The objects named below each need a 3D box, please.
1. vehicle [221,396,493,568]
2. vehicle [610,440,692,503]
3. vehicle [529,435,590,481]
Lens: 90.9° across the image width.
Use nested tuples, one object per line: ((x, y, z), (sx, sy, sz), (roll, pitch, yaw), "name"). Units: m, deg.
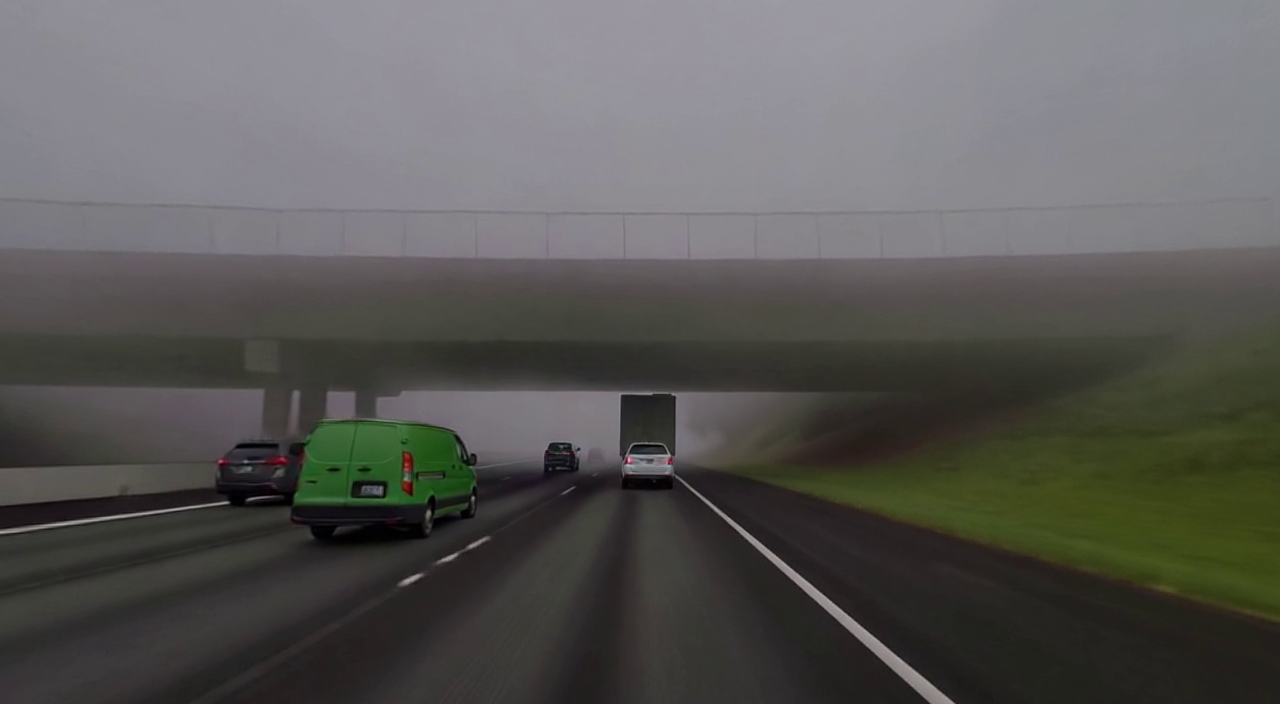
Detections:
((-3.587, 1.738, 8.985), (1.951, 1.882, 3.979), (0, -9, 1), "vehicle")
((0.252, 3.183, 17.109), (1.991, 1.507, 3.391), (0, -9, -1), "vehicle")
((-3.419, 4.616, 27.630), (2.068, 1.862, 4.234), (0, -9, 1), "vehicle")
